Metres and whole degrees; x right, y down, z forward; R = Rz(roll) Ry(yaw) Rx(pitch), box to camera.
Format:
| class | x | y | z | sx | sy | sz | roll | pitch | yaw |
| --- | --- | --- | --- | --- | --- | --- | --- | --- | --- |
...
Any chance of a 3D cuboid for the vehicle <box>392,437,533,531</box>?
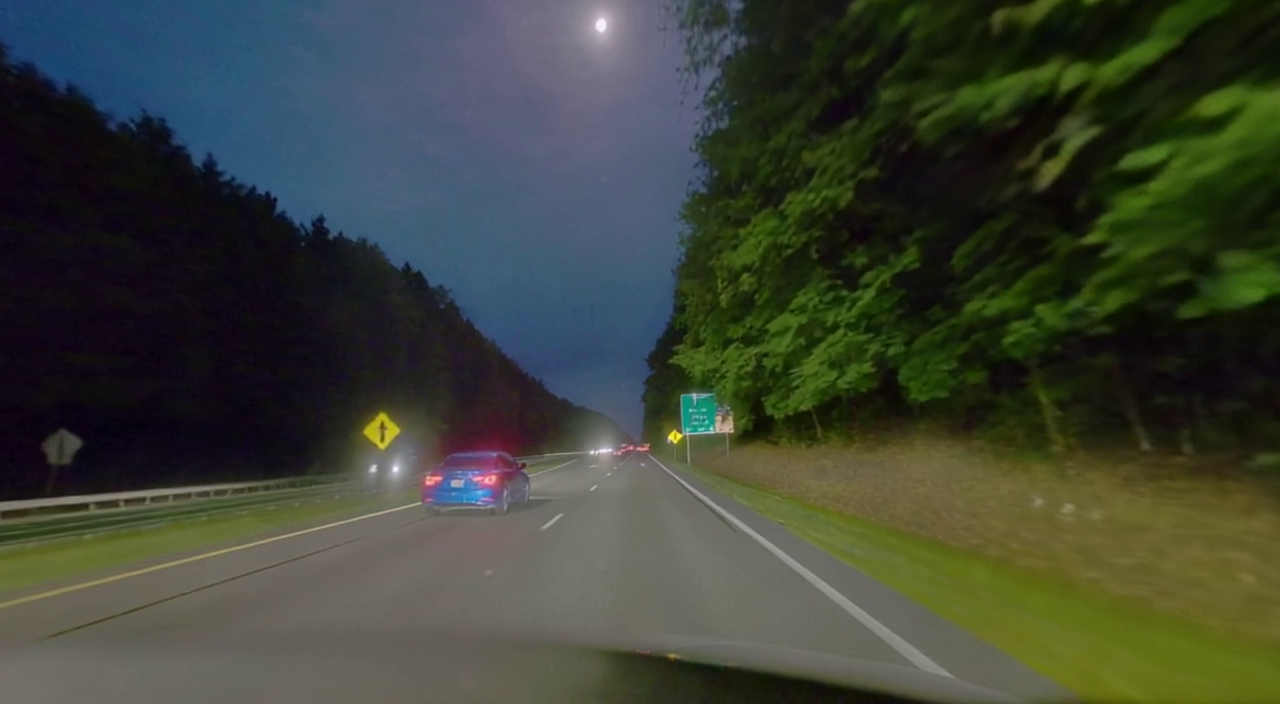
| class | x | y | z | sx | sy | sz | roll | pitch | yaw |
| --- | --- | --- | --- | --- | --- | --- | --- | --- | --- |
| vehicle | -3.266 | 2.493 | 12.358 | 1.675 | 1.537 | 3.574 | 0 | -9 | 1 |
